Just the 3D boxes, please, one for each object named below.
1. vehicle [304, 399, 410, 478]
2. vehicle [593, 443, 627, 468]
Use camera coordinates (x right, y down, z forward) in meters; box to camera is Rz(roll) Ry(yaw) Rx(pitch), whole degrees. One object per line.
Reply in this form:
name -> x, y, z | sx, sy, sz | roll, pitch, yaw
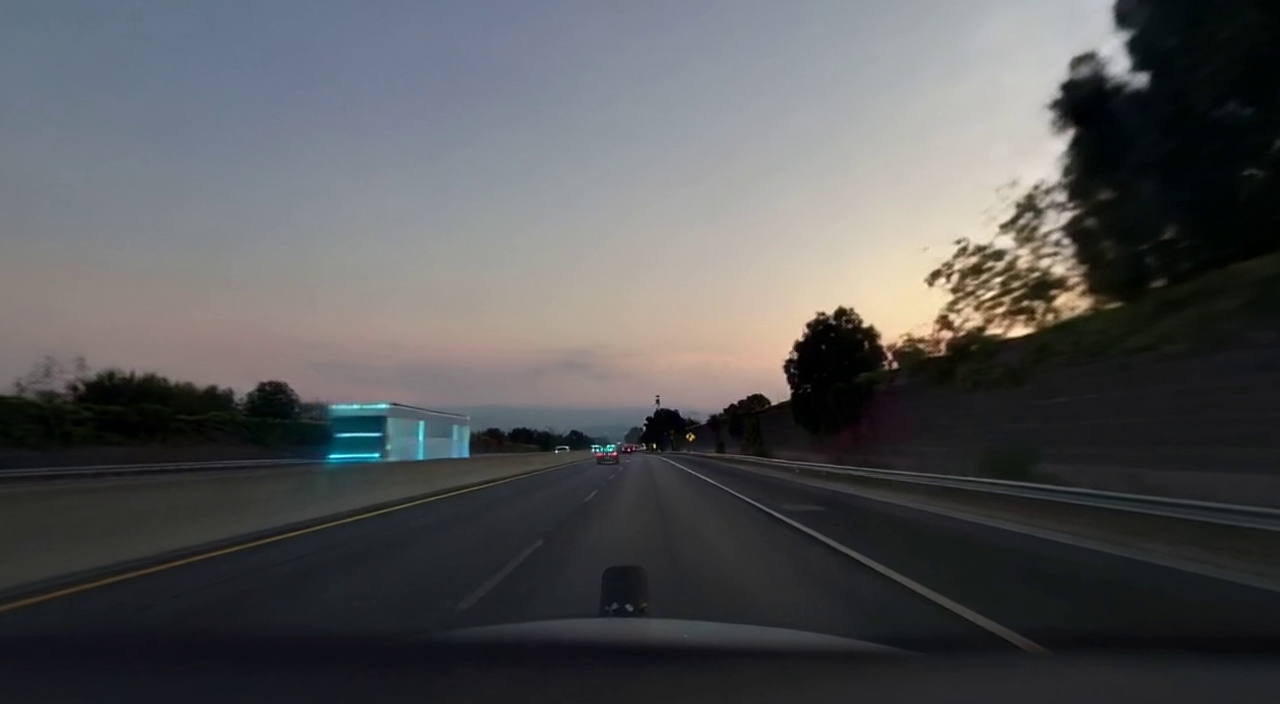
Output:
vehicle -> -15.384, 4.765, 34.806 | 3.041, 3.945, 5.899 | 0, -8, 0
vehicle -> -1.973, 6.926, 42.347 | 2.050, 1.530, 4.144 | 0, -8, 0
